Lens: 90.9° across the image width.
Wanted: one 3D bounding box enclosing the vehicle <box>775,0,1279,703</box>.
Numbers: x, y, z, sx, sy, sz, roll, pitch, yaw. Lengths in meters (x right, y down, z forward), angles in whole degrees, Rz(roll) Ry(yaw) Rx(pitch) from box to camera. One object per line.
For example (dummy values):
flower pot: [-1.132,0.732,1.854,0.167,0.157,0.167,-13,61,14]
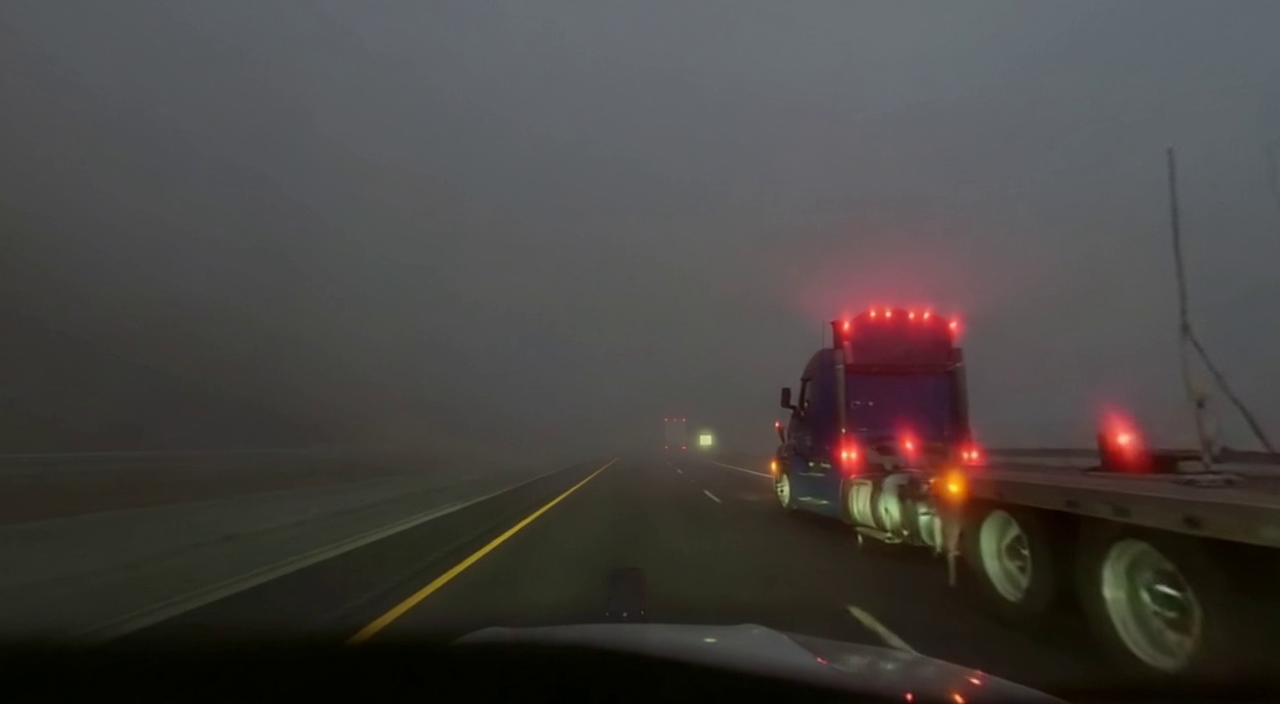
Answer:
vehicle: [4.043,0.299,6.814,3.080,4.016,9.760,0,-8,1]
